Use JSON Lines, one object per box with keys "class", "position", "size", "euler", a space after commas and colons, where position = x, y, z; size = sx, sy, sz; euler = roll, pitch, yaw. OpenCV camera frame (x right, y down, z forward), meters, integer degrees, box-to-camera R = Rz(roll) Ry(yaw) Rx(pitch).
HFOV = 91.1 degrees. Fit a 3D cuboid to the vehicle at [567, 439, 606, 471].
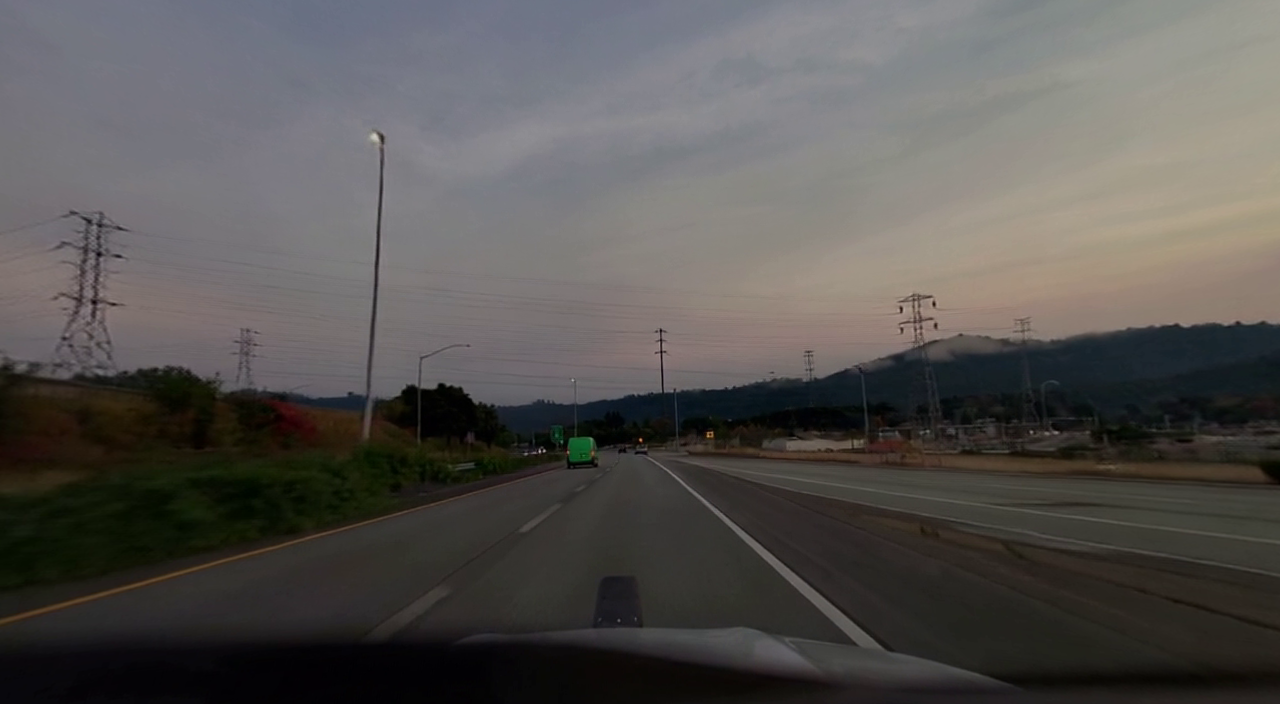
{"class": "vehicle", "position": [-3.574, 6.946, 42.692], "size": [2.270, 2.023, 4.632], "euler": [0, -9, -1]}
